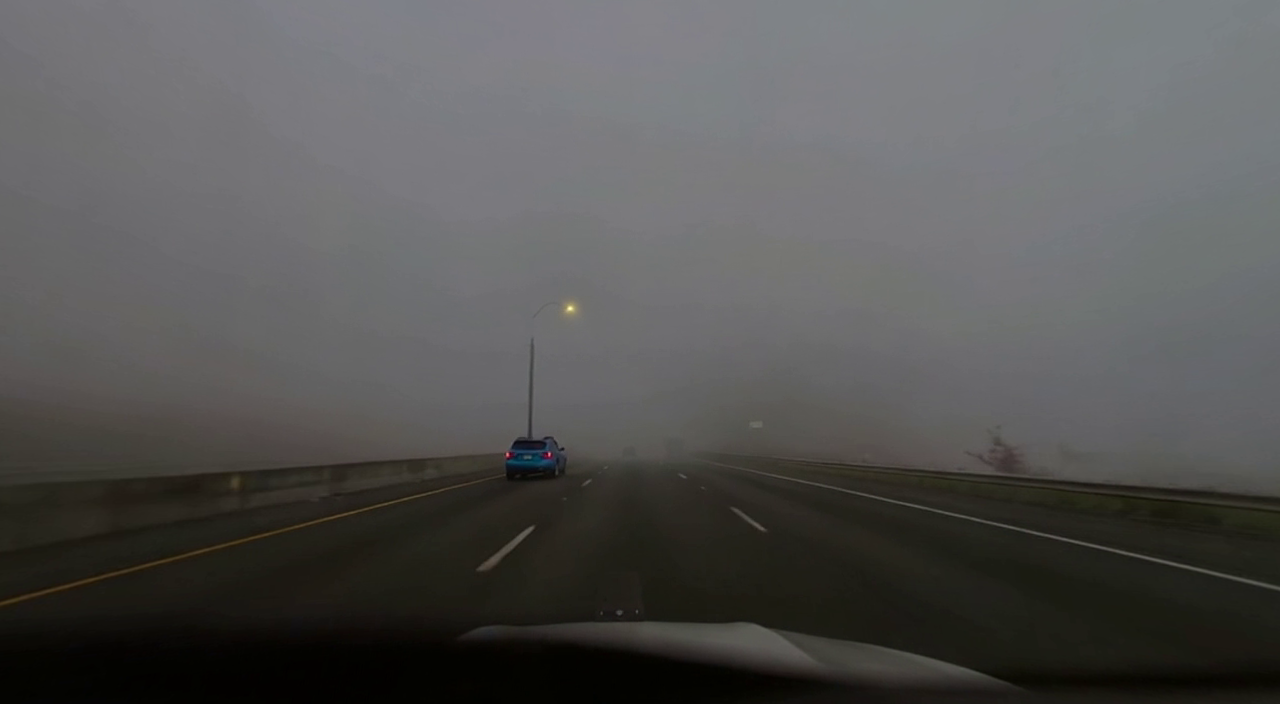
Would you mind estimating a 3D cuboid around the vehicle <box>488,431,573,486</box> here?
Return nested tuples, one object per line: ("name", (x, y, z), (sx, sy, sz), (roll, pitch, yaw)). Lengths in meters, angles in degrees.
("vehicle", (-3.838, 3.878, 23.235), (2.205, 1.773, 5.124), (0, -9, 0))
